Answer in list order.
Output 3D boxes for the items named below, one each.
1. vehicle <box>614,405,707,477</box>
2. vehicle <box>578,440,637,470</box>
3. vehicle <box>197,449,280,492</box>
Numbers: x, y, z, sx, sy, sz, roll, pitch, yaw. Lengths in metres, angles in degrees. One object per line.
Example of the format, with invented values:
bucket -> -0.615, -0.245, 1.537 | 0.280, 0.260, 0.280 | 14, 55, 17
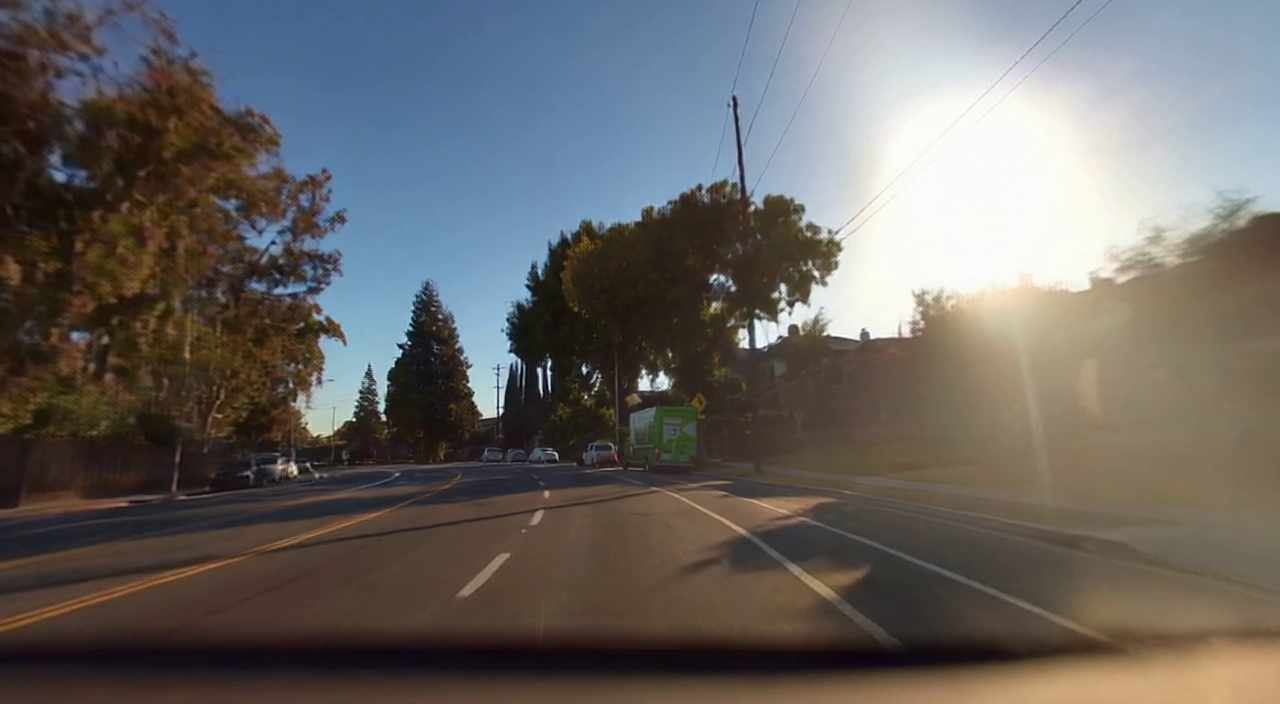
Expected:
vehicle -> 0.832, 4.765, 33.384 | 2.918, 3.319, 7.595 | 2, -9, -14
vehicle -> -2.347, 6.970, 42.880 | 2.251, 1.868, 6.178 | 3, -9, -20
vehicle -> -18.795, 5.511, 29.644 | 1.976, 1.797, 4.249 | 2, -9, -15
